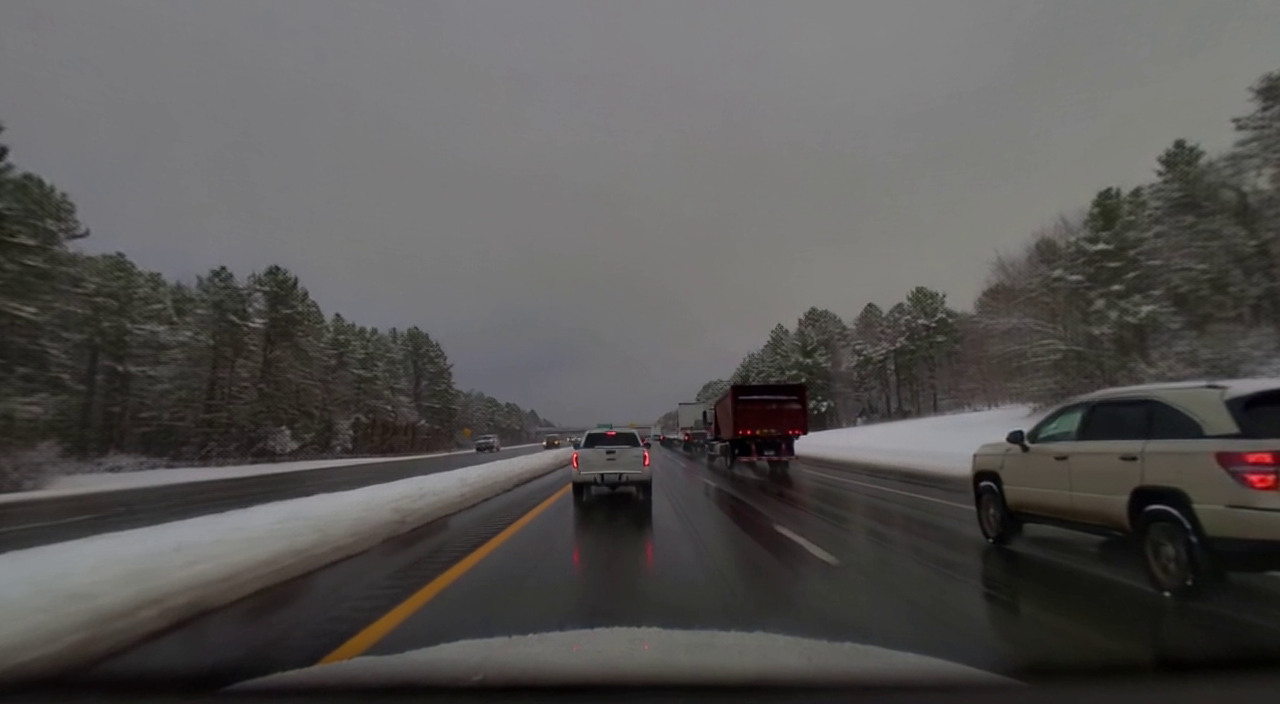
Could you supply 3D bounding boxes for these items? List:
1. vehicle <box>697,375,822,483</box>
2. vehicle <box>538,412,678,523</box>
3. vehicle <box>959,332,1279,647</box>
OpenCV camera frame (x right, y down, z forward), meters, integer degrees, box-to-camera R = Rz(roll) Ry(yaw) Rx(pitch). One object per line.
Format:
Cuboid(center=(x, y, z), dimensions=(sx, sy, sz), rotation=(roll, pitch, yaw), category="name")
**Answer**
Cuboid(center=(3.748, 2.723, 22.082), dimensions=(2.723, 3.027, 8.478), rotation=(0, -7, 0), category="vehicle")
Cuboid(center=(-0.512, 1.996, 11.481), dimensions=(2.082, 1.638, 4.055), rotation=(0, -8, -1), category="vehicle")
Cuboid(center=(4.910, 1.077, 5.665), dimensions=(2.011, 1.905, 3.905), rotation=(0, -8, 0), category="vehicle")
